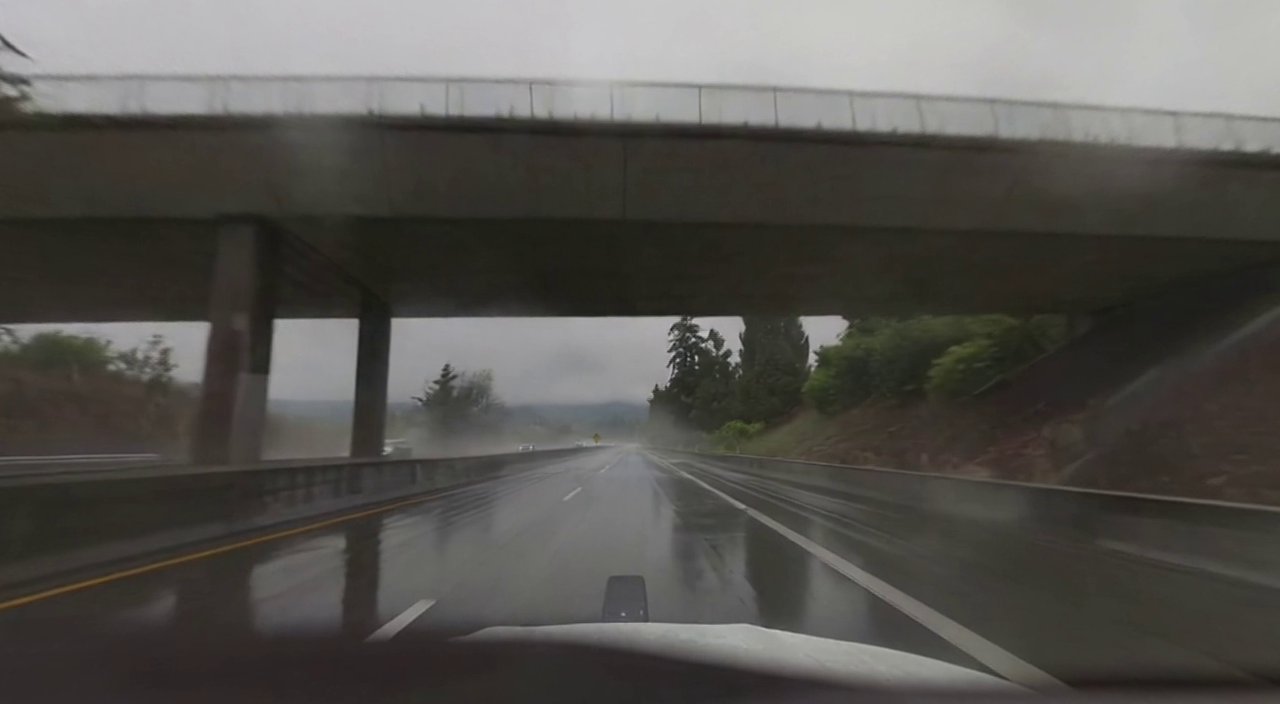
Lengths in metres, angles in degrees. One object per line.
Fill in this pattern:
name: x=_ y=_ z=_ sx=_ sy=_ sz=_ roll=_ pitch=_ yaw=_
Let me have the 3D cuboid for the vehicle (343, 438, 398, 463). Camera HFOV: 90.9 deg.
vehicle: x=-16.449 y=6.014 z=38.594 sx=1.691 sy=1.443 sz=3.653 roll=0 pitch=-9 yaw=1
